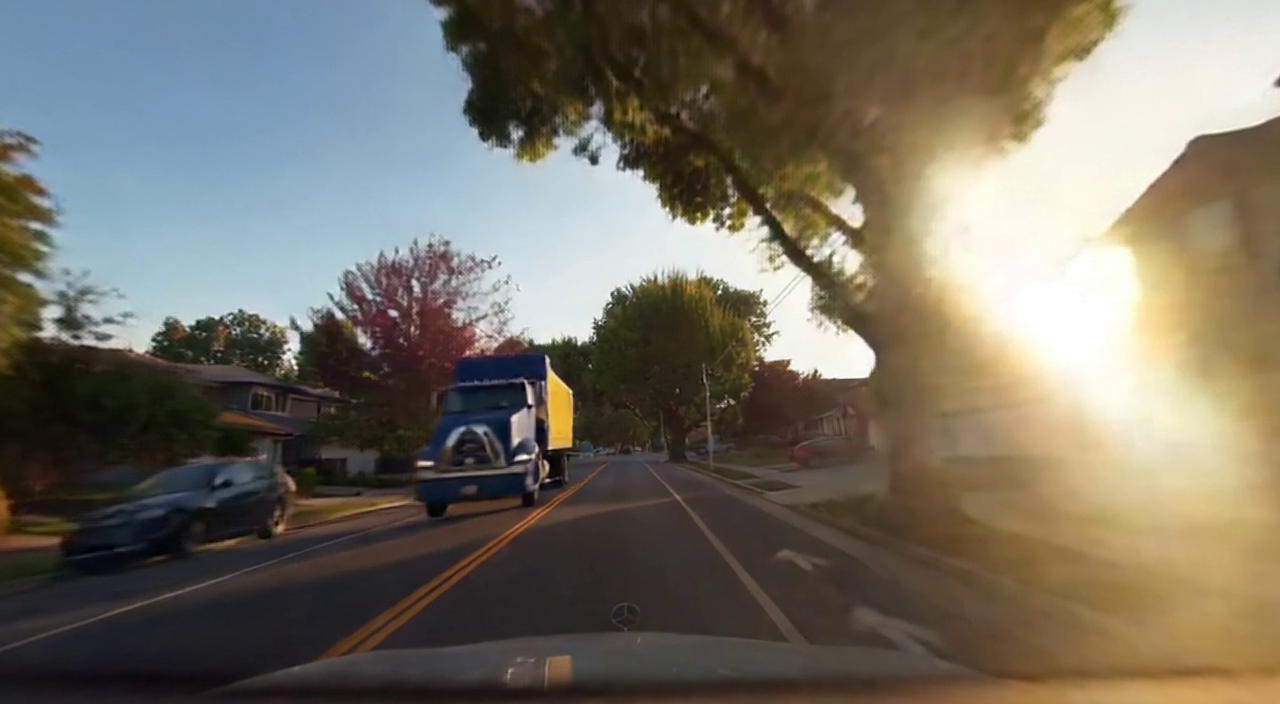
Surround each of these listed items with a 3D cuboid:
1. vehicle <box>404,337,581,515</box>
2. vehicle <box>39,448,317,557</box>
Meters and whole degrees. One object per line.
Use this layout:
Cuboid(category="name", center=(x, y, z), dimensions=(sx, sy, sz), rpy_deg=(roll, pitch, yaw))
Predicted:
Cuboid(category="vehicle", center=(-3.887, 2.474, 20.006), dimensions=(3.133, 4.112, 10.695), rpy_deg=(0, -9, -1))
Cuboid(category="vehicle", center=(-8.878, 2.851, 12.863), dimensions=(2.119, 1.775, 4.643), rpy_deg=(0, -9, 0))
